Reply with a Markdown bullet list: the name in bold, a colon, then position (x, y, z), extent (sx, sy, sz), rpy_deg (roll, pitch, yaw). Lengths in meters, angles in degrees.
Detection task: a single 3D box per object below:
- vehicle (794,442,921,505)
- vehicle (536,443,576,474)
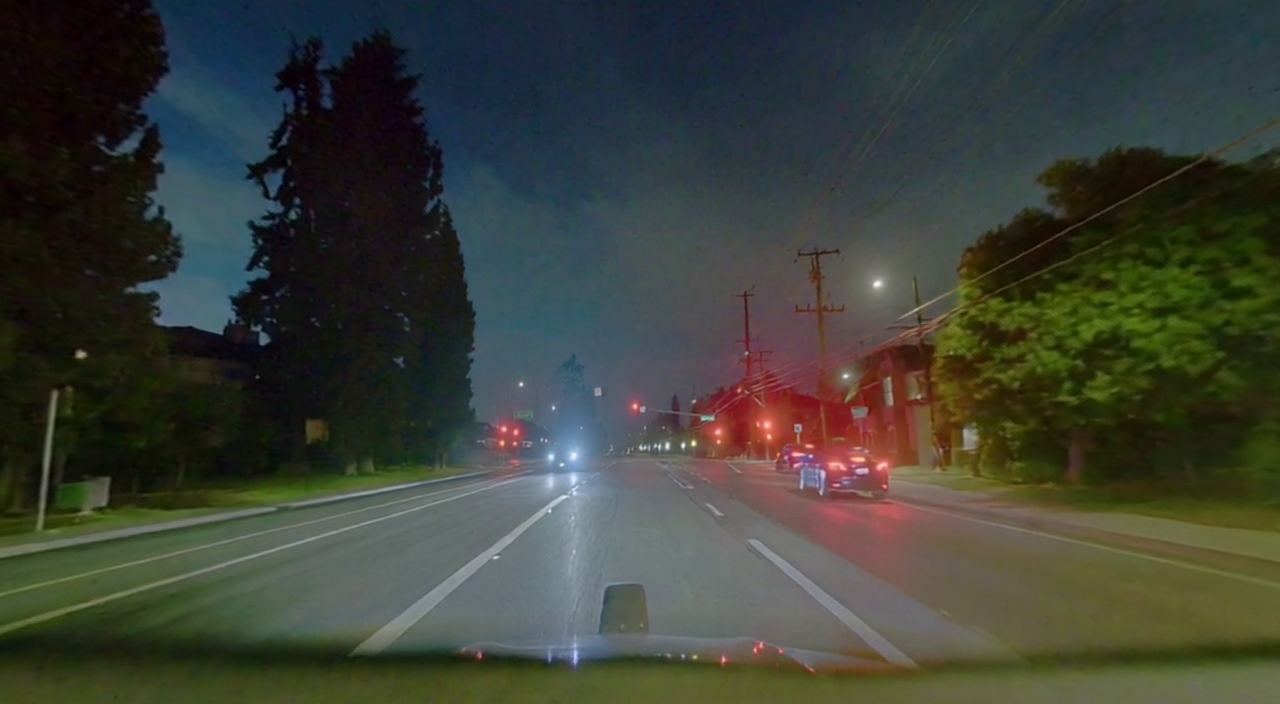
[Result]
- **vehicle**: position (5.773, 3.253, 17.373), extent (2.040, 1.475, 4.389), rpy_deg (-1, -9, 2)
- **vehicle**: position (-5.189, 6.667, 39.592), extent (2.012, 1.778, 4.990), rpy_deg (0, -9, -2)
